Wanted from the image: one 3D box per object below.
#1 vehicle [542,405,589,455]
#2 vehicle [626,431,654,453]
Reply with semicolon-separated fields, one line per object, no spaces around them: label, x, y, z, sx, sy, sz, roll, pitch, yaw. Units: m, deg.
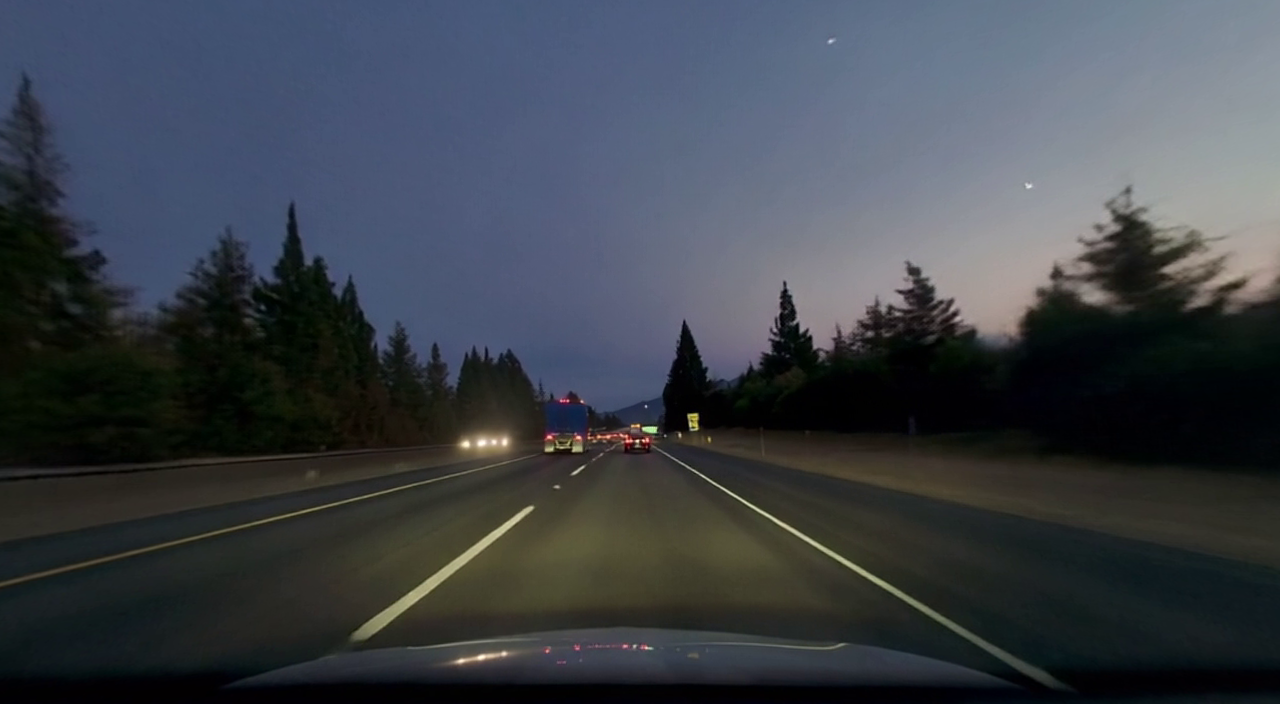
vehicle;-4.853;5.269;42.232;2.450;3.098;6.965;0;-8;-1
vehicle;-0.049;6.576;46.054;1.988;1.472;3.716;0;-8;-1
